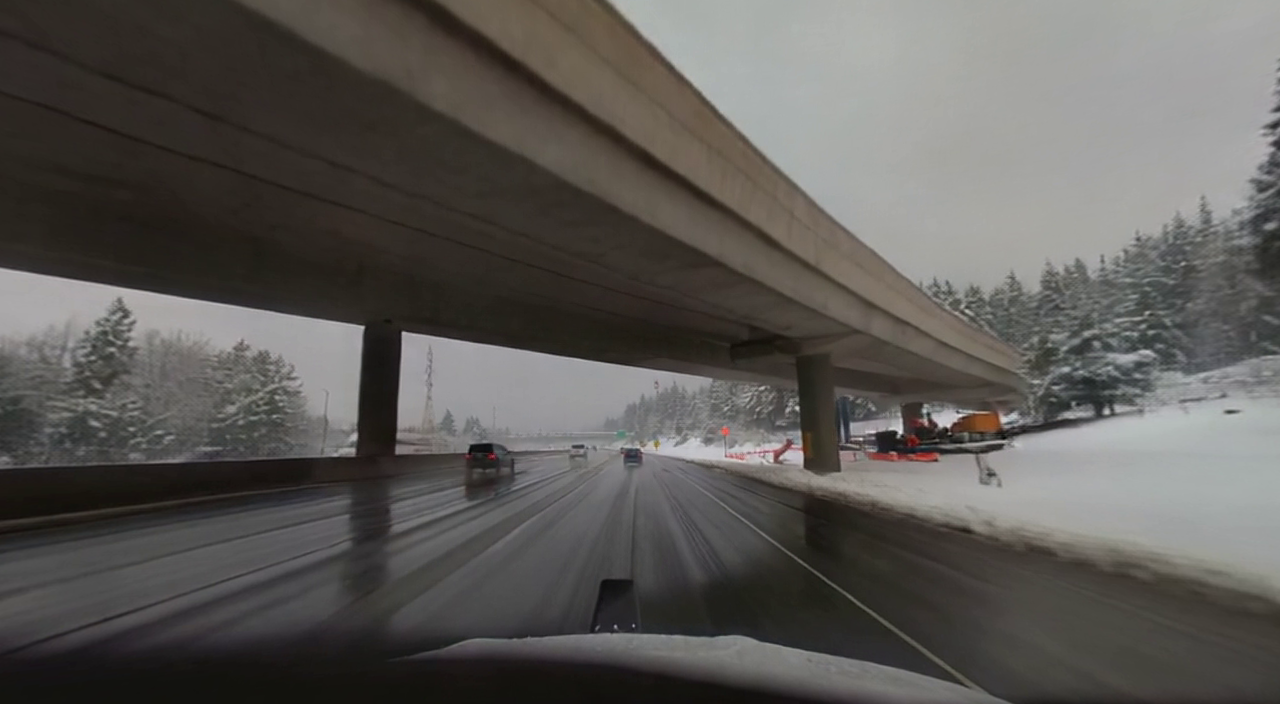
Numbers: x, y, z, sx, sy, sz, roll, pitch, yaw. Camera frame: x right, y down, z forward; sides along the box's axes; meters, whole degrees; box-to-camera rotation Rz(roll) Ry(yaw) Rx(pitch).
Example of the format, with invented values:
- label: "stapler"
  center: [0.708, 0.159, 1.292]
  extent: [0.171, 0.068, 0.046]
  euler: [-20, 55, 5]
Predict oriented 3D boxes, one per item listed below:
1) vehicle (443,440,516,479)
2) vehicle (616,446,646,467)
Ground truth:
- label: "vehicle"
  center: [-7.116, 4.807, 28.472]
  extent: [2.128, 1.604, 4.279]
  euler: [0, -9, 0]
- label: "vehicle"
  center: [-0.629, 7.494, 45.513]
  extent: [2.051, 1.459, 4.092]
  euler: [0, -9, 0]
